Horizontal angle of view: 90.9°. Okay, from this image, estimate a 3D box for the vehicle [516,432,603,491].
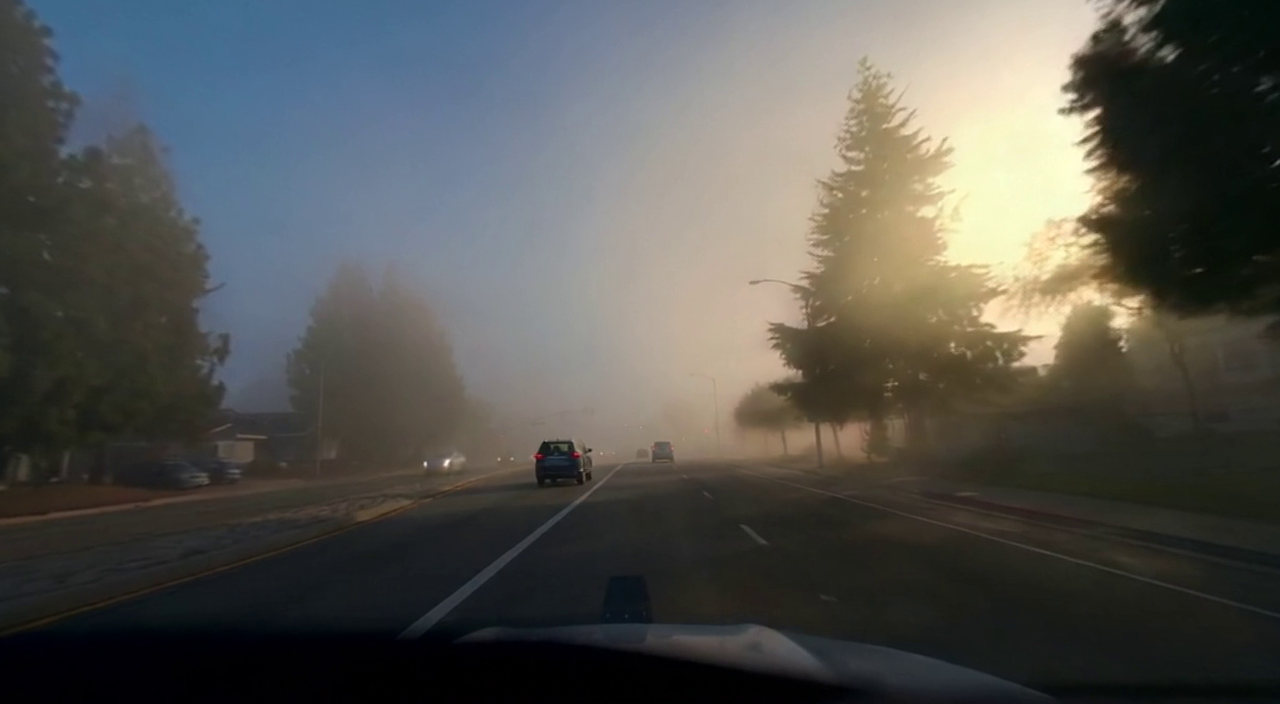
[{"bbox_3d":[-2.720,3.880,22.792,2.459,1.825,5.380,0,-8,0],"label":"vehicle"}]

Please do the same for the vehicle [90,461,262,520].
[{"bbox_3d":[-14.757,4.404,20.509,1.981,1.503,4.796,-1,-8,0],"label":"vehicle"}]

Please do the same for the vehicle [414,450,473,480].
[{"bbox_3d":[-11.633,6.694,37.673,2.061,1.631,4.502,-1,-8,0],"label":"vehicle"}]
